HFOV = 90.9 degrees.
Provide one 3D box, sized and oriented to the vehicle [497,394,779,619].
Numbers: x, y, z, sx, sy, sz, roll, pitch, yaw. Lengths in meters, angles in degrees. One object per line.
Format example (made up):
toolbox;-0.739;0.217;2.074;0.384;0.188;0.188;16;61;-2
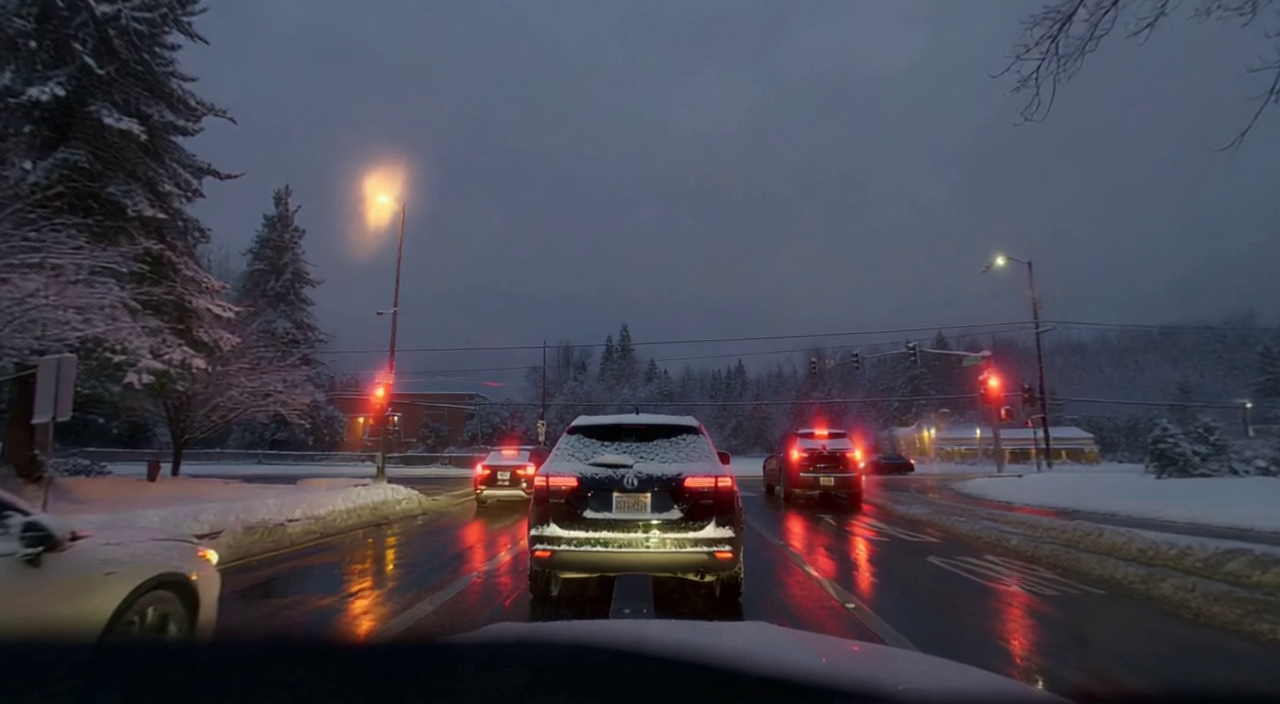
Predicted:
vehicle;-0.036;1.527;7.176;2.203;1.757;4.286;0;-8;-1

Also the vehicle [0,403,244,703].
vehicle;-3.389;0.801;1.511;1.913;1.453;4.413;0;-8;1

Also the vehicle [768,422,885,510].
vehicle;4.813;2.988;16.944;2.084;2.053;4.073;-1;-8;4
